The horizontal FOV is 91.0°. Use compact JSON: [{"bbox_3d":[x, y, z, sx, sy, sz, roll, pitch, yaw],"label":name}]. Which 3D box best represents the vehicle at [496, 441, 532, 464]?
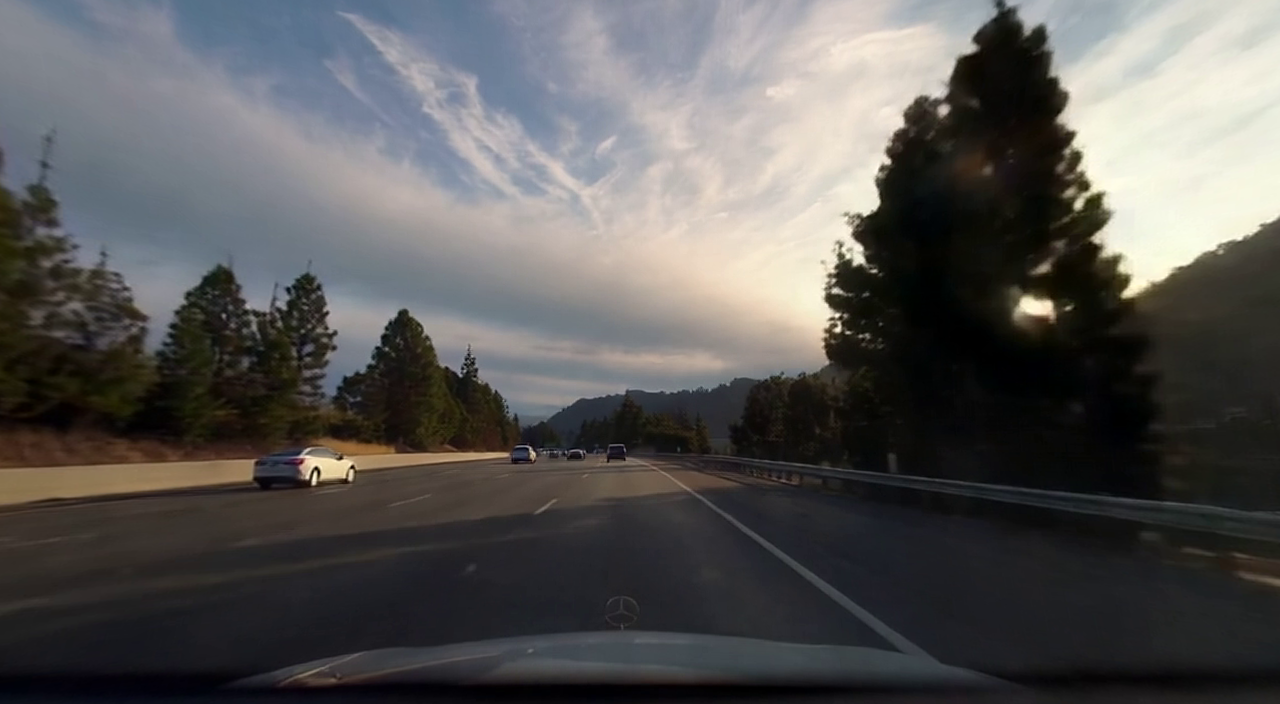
[{"bbox_3d":[-9.313,7.498,46.922,2.015,1.608,4.294,0,-9,-3],"label":"vehicle"}]

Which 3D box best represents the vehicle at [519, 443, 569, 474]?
[{"bbox_3d":[-4.872,5.462,32.486,2.120,1.458,4.031,0,-9,-2],"label":"vehicle"}]

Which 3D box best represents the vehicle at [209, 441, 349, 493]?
[{"bbox_3d":[-11.548,3.696,20.599,1.960,1.487,4.593,0,-9,-1],"label":"vehicle"}]
